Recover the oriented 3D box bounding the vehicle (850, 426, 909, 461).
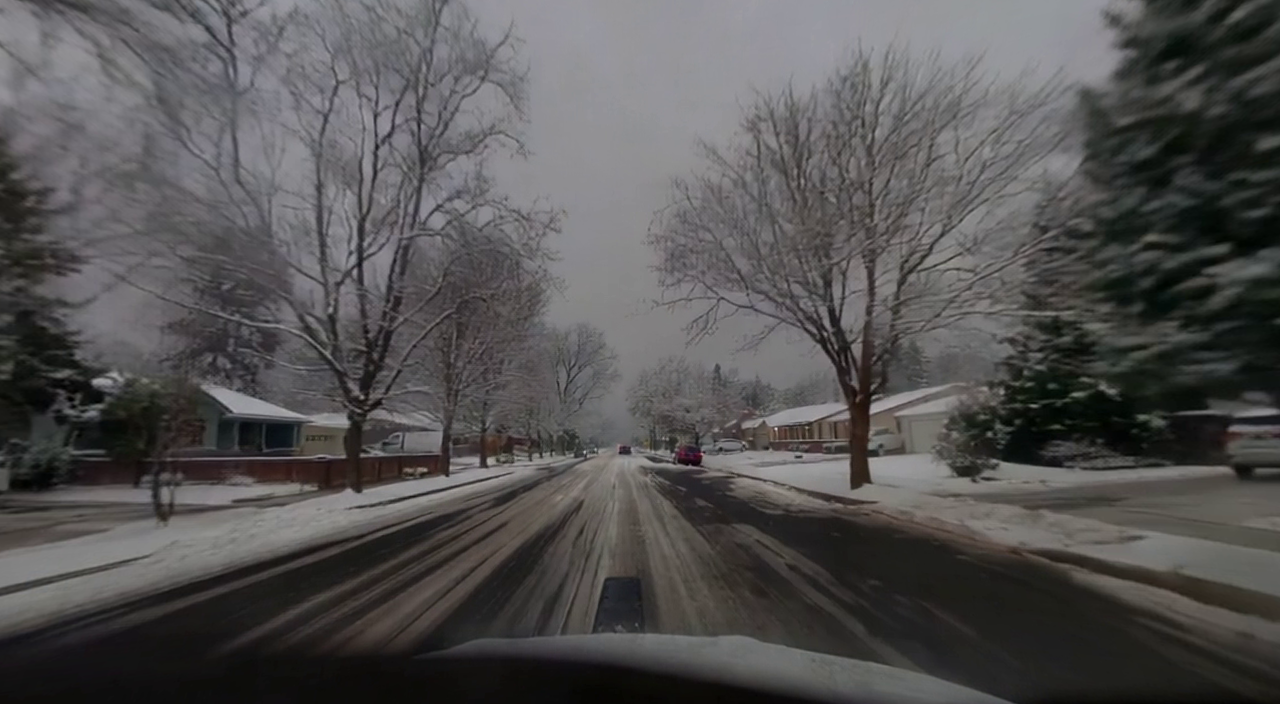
[{"bbox_3d":[14.495,5.524,37.925,2.222,1.963,4.670,-6,-10,33],"label":"vehicle"}]

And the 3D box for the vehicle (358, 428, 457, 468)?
[{"bbox_3d":[-17.419,7.210,47.341,6.381,2.645,2.703,-3,-9,9],"label":"vehicle"}]

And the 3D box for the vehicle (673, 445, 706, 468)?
[{"bbox_3d":[3.420,7.370,44.489,2.011,1.521,4.292,0,-9,0],"label":"vehicle"}]
